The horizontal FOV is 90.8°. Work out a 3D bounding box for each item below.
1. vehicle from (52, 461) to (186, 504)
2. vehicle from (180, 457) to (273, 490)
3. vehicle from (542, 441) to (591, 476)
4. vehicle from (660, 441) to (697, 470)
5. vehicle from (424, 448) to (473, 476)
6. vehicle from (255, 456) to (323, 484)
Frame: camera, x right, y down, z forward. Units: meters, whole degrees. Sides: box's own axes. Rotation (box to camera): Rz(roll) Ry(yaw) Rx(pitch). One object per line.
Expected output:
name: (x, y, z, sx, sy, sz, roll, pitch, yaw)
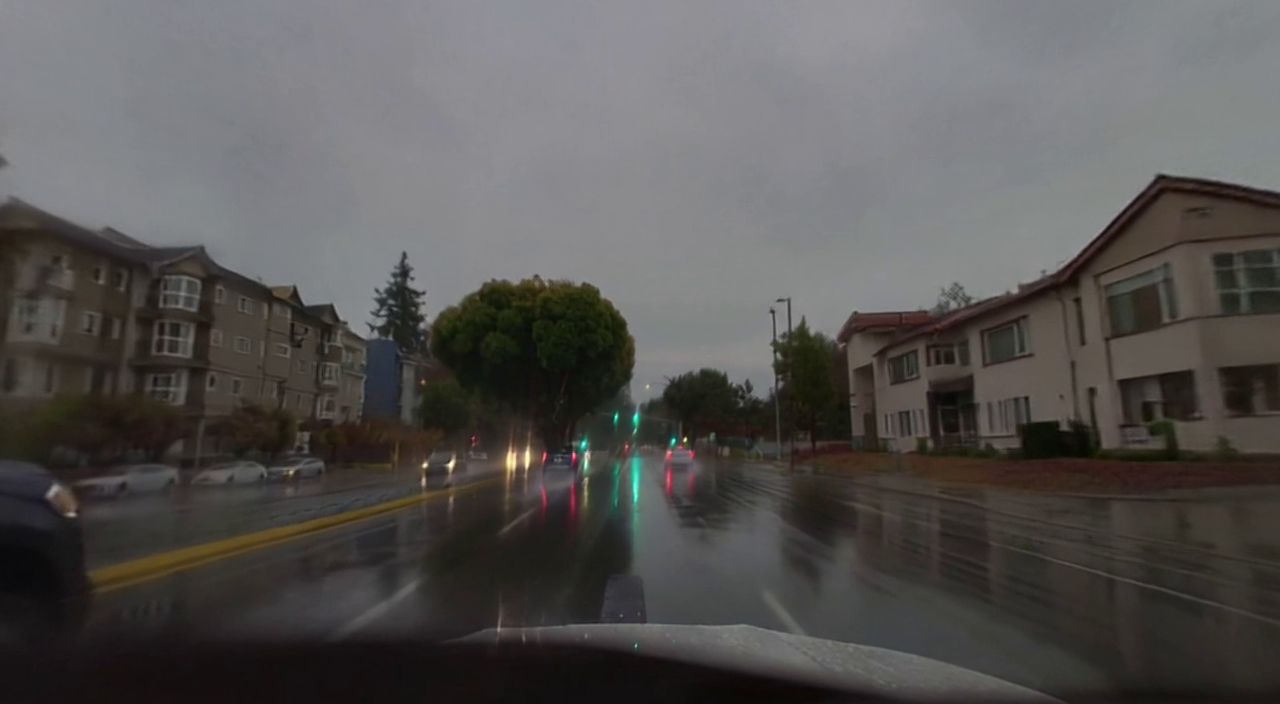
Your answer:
vehicle: (-22.873, 5.705, 28.033, 2.176, 1.516, 4.532, -3, -8, -1)
vehicle: (-22.928, 6.730, 35.298, 1.938, 1.613, 4.830, 0, -8, -1)
vehicle: (-3.809, 5.589, 33.425, 2.083, 1.685, 4.069, 0, -8, 1)
vehicle: (2.411, 6.613, 40.564, 2.018, 1.719, 4.369, 0, -8, -1)
vehicle: (-11.773, 6.752, 39.099, 1.838, 1.588, 3.658, 0, -8, 0)
vehicle: (-22.882, 7.689, 41.385, 1.918, 1.586, 4.366, 0, -8, 0)
